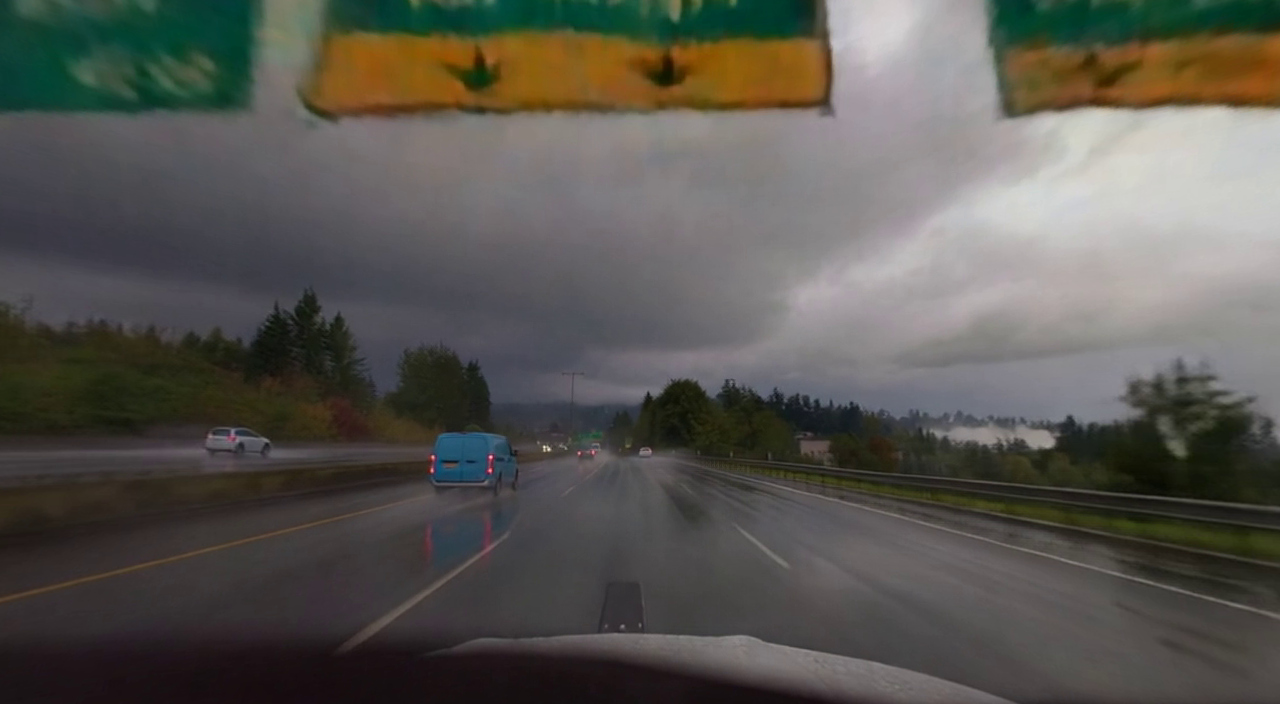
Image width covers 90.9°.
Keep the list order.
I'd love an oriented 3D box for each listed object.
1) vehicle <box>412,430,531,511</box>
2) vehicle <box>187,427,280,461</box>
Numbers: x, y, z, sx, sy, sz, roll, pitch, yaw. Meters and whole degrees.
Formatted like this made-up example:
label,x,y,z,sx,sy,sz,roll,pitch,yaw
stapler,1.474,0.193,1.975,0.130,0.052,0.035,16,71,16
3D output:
label,x,y,z,sx,sy,sz,roll,pitch,yaw
vehicle,-4.197,3.028,16.505,1.971,1.795,4.389,0,-9,-2
vehicle,-18.712,4.280,29.202,1.879,1.492,3.607,0,-9,0
